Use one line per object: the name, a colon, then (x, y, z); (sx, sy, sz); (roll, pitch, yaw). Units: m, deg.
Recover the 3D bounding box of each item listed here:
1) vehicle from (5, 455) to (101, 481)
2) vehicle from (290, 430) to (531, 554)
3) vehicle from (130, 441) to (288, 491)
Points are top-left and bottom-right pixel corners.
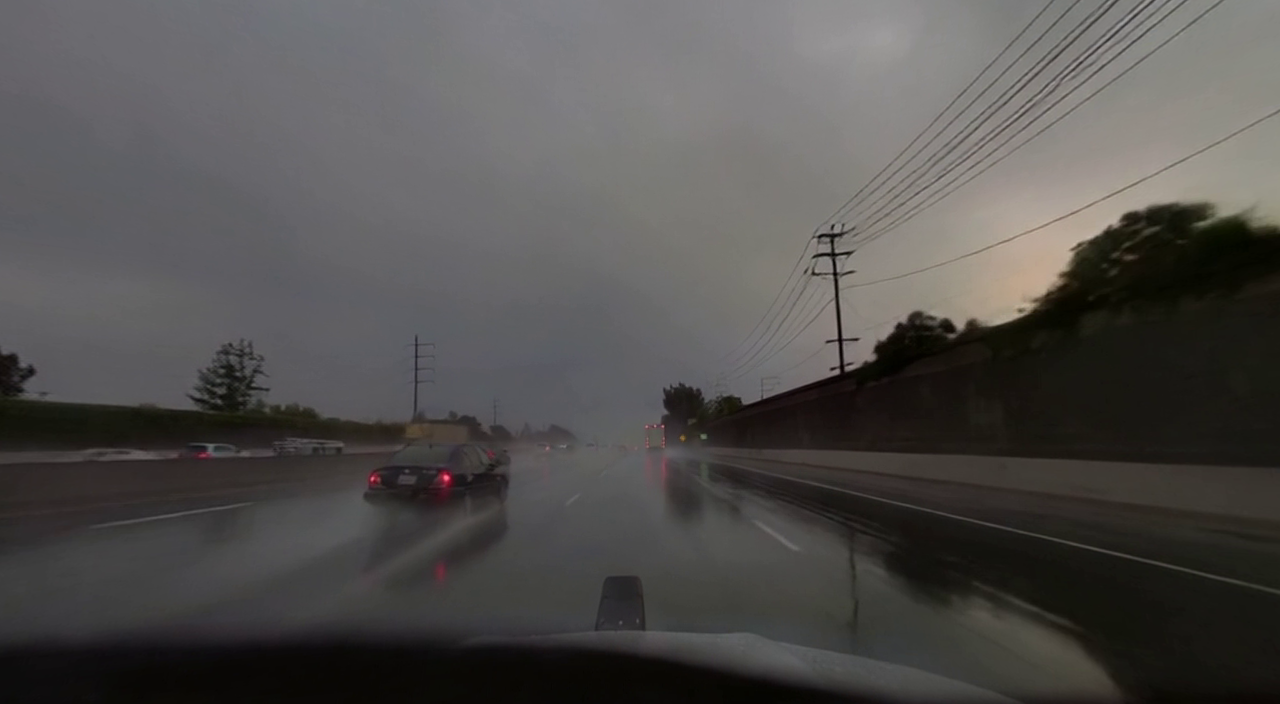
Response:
vehicle: (-38.612, 7.615, 41.574); (1.853, 1.560, 4.602); (0, -9, 1)
vehicle: (-3.320, 2.137, 10.455); (2.045, 1.532, 4.954); (0, -9, 1)
vehicle: (-14.577, 3.856, 21.746); (2.039, 1.516, 4.780); (0, -9, 1)
